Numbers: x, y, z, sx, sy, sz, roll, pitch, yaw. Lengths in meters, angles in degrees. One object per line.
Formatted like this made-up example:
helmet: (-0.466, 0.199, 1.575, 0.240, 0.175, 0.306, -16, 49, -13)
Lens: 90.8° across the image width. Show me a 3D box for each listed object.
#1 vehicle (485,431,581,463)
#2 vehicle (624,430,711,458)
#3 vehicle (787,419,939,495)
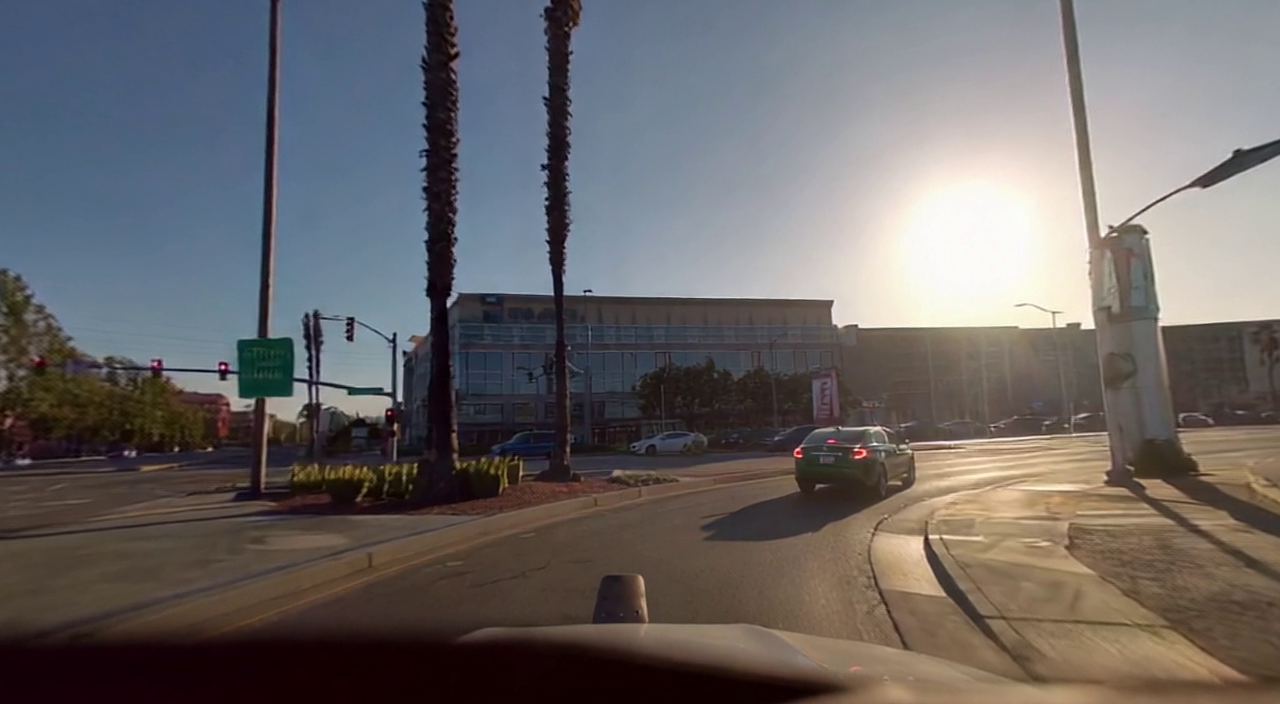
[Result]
vehicle: (-5.706, 5.018, 33.521, 4.757, 1.633, 1.932, 2, -8, -17)
vehicle: (1.544, 5.199, 35.731, 4.515, 1.492, 1.871, 1, -9, -14)
vehicle: (5.423, 2.441, 14.965, 2.070, 1.493, 4.570, -6, -11, 36)
